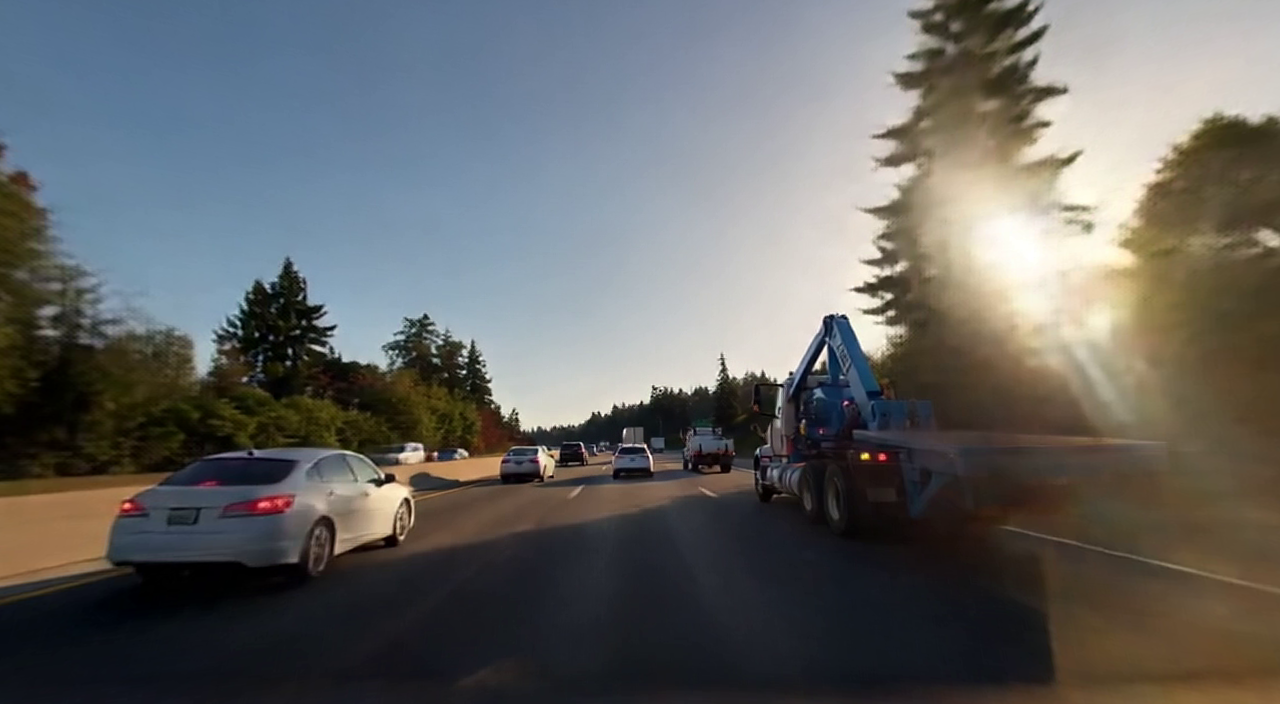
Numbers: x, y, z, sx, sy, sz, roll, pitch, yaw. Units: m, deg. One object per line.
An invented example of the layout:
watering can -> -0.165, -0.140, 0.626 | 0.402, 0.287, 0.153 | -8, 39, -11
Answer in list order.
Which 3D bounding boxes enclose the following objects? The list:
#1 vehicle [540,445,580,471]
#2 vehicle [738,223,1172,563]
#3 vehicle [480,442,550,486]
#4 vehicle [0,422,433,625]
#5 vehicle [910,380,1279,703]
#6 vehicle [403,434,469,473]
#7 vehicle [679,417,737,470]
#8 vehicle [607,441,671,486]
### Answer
vehicle -> -4.838, 6.496, 38.490 | 1.924, 1.481, 4.264 | 0, -9, 0
vehicle -> 3.915, 1.008, 10.839 | 2.975, 3.618, 8.456 | 0, -9, 0
vehicle -> -4.613, 4.192, 23.724 | 1.858, 1.527, 3.974 | 0, -9, 0
vehicle -> -4.134, 1.665, 7.155 | 1.880, 1.507, 4.757 | 0, -9, 1
vehicle -> 4.068, 1.054, 3.433 | 2.599, 1.631, 5.693 | 0, -9, -1
vehicle -> -13.307, 6.701, 41.410 | 2.367, 2.325, 5.862 | 0, -9, 0
vehicle -> 3.832, 5.416, 36.940 | 2.416, 2.829, 7.016 | 0, -9, -1
vehicle -> -0.081, 4.072, 23.138 | 2.150, 1.498, 3.988 | 0, -9, -2
